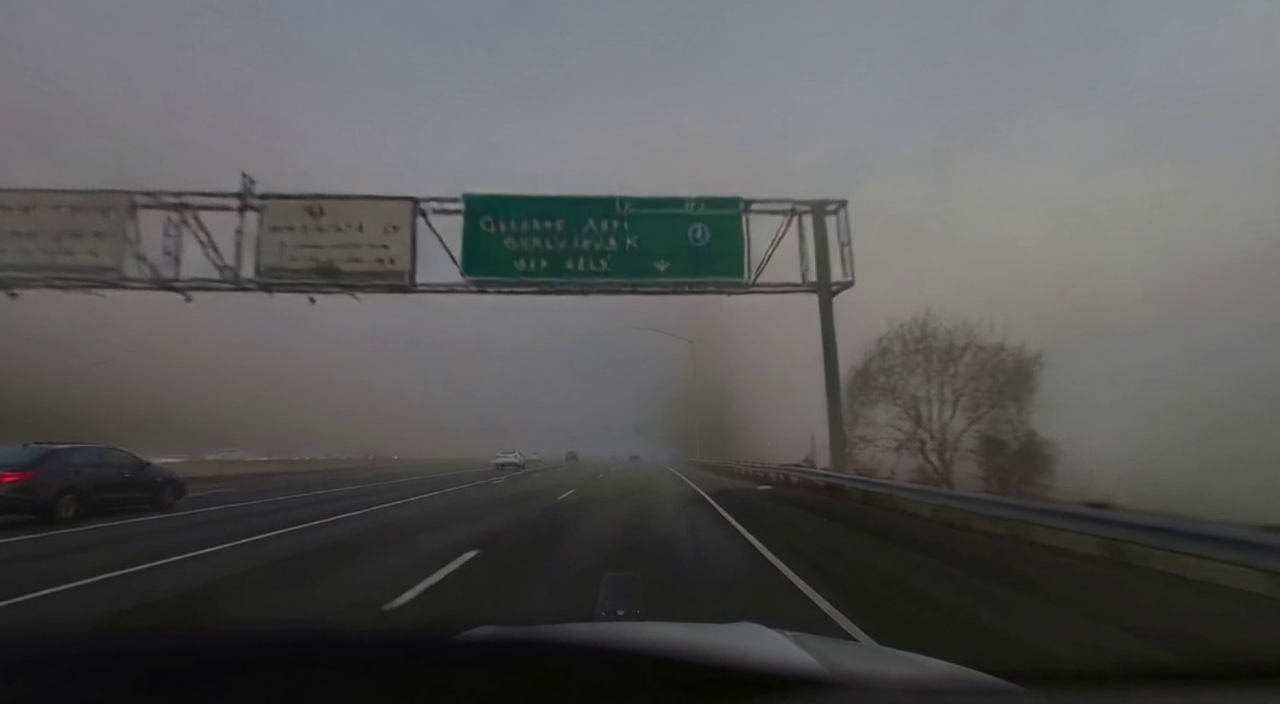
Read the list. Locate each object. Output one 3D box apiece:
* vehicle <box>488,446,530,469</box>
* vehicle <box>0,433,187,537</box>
[{"bbox_3d":[-9.484,7.662,46.031,2.271,1.537,4.029,0,-9,-1],"label":"vehicle"},{"bbox_3d":[-10.525,2.255,11.187,1.829,1.520,4.505,0,-9,-3],"label":"vehicle"}]
